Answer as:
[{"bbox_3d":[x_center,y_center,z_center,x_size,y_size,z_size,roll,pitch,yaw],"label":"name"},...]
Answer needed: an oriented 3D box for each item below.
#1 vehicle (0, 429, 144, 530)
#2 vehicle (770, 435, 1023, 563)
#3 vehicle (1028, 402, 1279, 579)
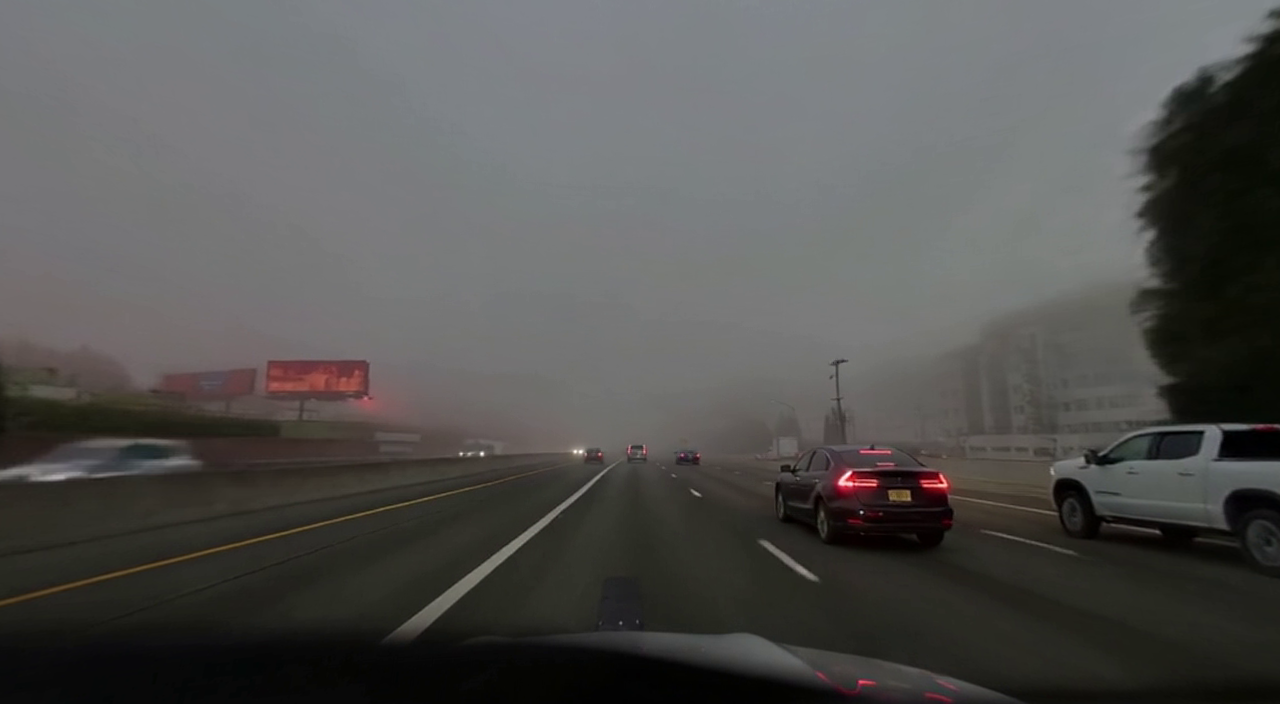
[{"bbox_3d":[-11.445,2.113,10.508,2.031,1.625,5.415,0,-9,-1],"label":"vehicle"},{"bbox_3d":[3.542,2.114,9.876,1.987,1.509,4.512,0,-9,-1],"label":"vehicle"},{"bbox_3d":[7.614,1.666,8.047,2.176,1.793,4.841,0,-9,-1],"label":"vehicle"}]
